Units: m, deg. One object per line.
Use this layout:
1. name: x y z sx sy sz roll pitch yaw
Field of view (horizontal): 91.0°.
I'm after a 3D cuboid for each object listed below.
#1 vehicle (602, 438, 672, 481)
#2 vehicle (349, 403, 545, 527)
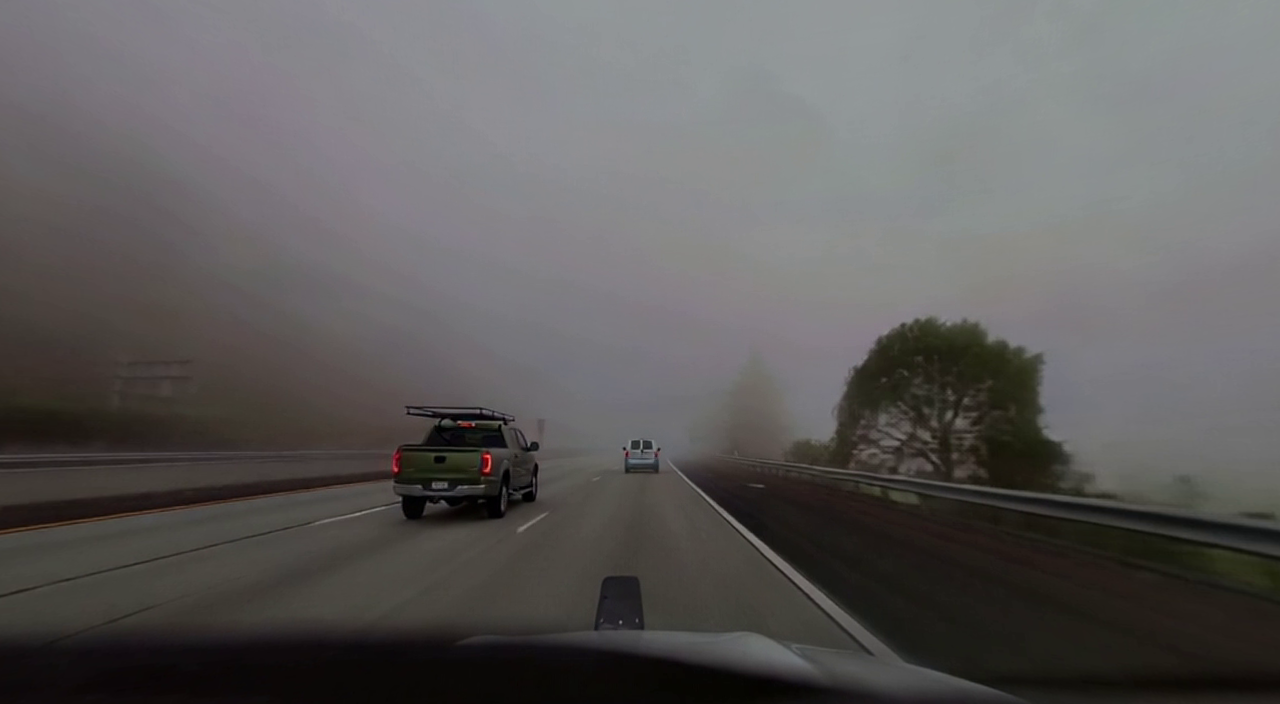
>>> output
1. vehicle: -0.058 4.591 27.186 2.715 1.669 5.163 0 -9 1
2. vehicle: -3.455 2.172 12.565 2.250 1.947 4.860 0 -9 1
